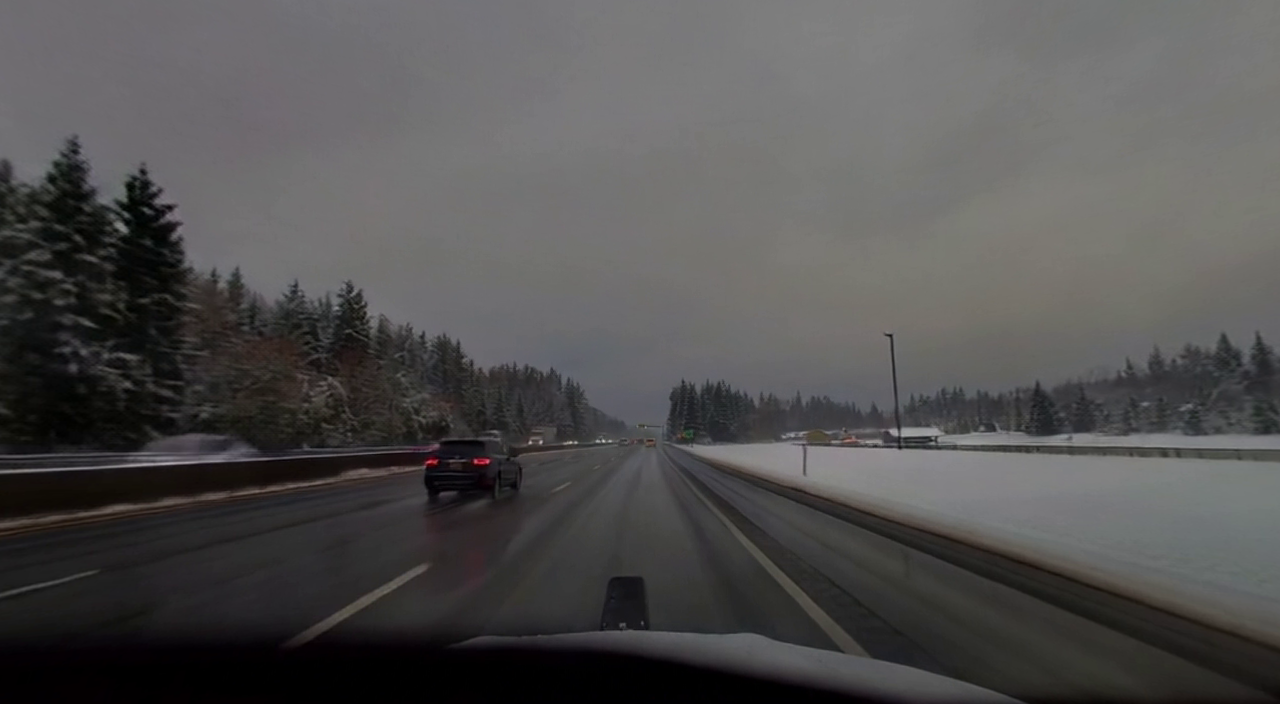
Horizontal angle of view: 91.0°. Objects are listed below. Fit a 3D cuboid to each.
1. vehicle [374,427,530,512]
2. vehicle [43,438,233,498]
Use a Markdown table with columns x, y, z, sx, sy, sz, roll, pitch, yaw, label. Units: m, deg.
| x | y | z | sx | sy | sz | roll | pitch | yaw | label |
| --- | --- | --- | --- | --- | --- | --- | --- | --- | --- |
| -4.071 | 2.618 | 14.586 | 2.123 | 1.643 | 4.479 | 0 | -8 | 1 | vehicle |
| -15.528 | 3.569 | 19.910 | 2.010 | 1.645 | 4.728 | 0 | -8 | 1 | vehicle |
